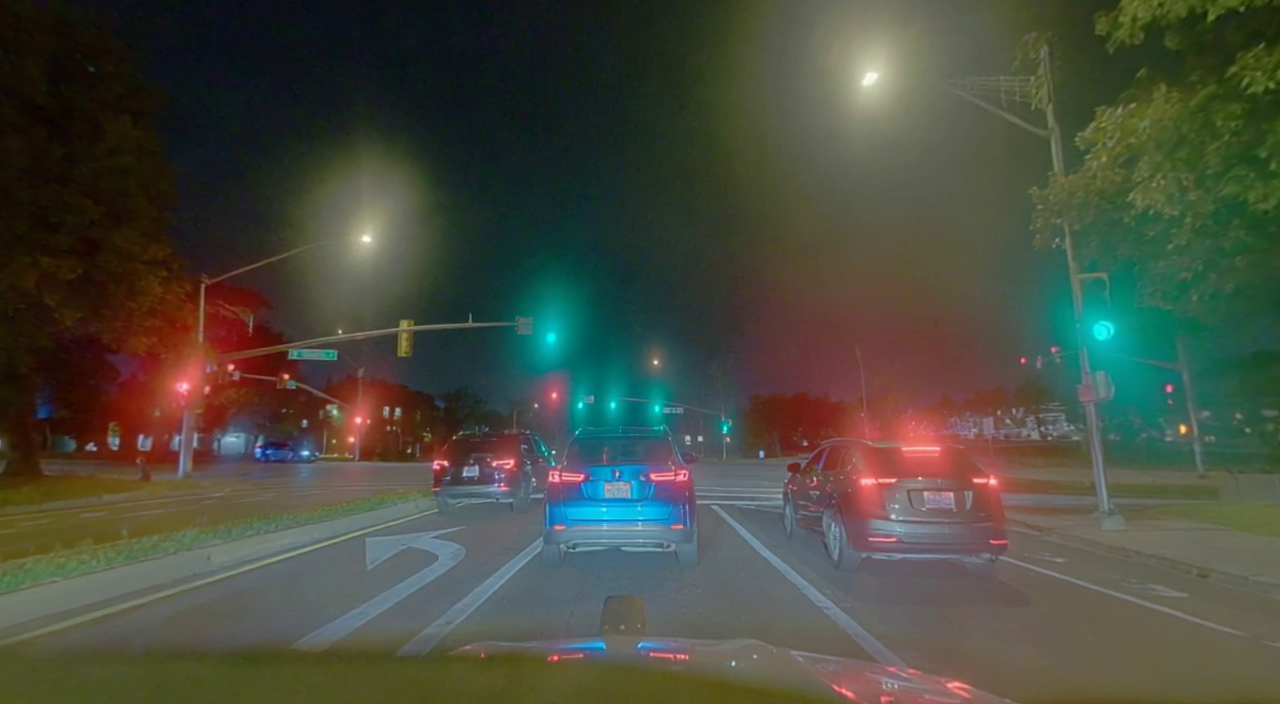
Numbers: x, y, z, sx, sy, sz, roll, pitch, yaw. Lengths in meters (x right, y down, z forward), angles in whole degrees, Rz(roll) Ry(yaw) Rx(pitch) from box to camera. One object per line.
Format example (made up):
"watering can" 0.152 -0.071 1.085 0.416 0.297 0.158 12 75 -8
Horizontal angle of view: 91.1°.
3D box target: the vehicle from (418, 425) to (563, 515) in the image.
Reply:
"vehicle" -3.010 2.483 13.666 1.987 1.633 4.005 0 -8 3

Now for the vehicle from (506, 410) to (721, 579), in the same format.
"vehicle" -0.243 1.718 8.379 2.108 1.654 4.235 0 -8 0

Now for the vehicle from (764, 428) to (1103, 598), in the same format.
"vehicle" 3.016 1.751 7.811 2.056 1.468 4.520 0 -8 0
